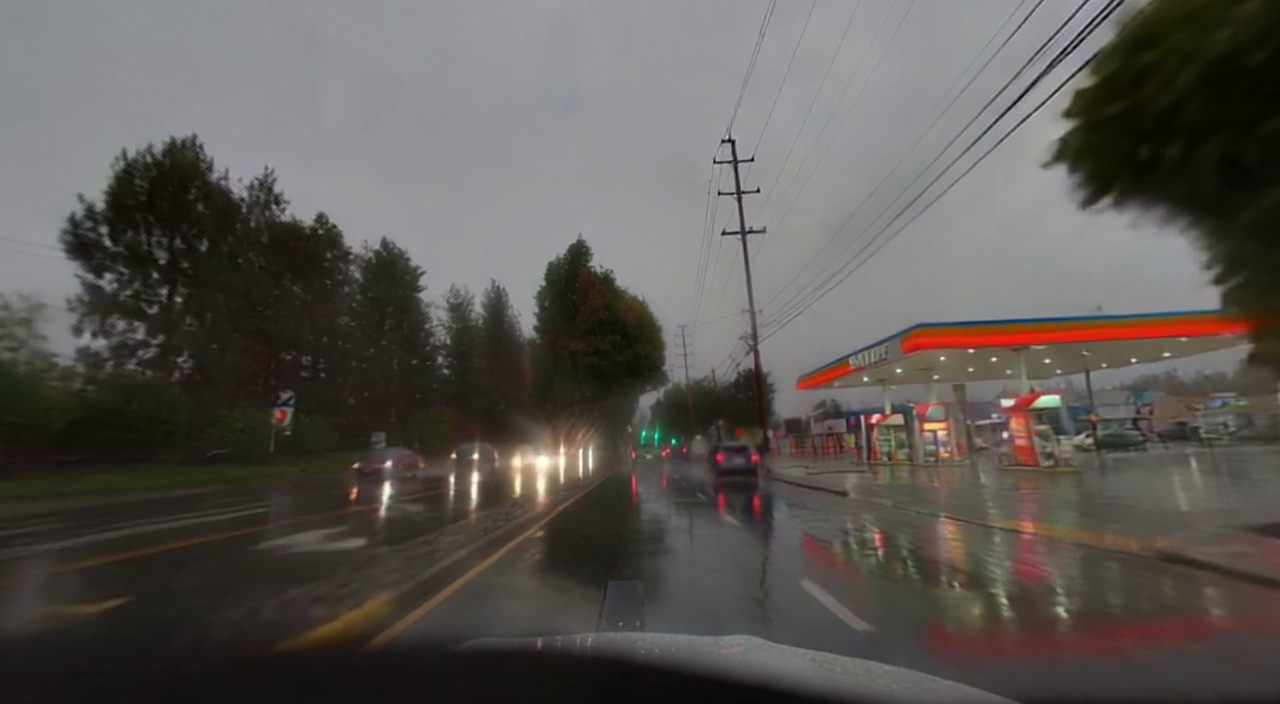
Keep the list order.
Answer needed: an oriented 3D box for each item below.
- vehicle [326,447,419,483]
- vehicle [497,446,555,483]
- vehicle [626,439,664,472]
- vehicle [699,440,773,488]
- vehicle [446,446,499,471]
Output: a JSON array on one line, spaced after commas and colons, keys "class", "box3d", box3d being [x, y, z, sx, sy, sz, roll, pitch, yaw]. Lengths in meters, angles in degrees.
[{"class": "vehicle", "box3d": [-12.360, 5.243, 29.601, 2.264, 1.515, 4.718, -1, -9, 1]}, {"class": "vehicle", "box3d": [-4.846, 4.845, 27.351, 1.816, 1.484, 3.629, -1, -9, 0]}, {"class": "vehicle", "box3d": [0.275, 6.197, 37.761, 2.163, 1.825, 4.073, -1, -9, 0]}, {"class": "vehicle", "box3d": [3.495, 4.187, 23.849, 1.990, 1.592, 4.294, 0, -9, -1]}, {"class": "vehicle", "box3d": [-11.322, 7.234, 43.025, 2.186, 1.607, 4.488, -1, -9, 2]}]
